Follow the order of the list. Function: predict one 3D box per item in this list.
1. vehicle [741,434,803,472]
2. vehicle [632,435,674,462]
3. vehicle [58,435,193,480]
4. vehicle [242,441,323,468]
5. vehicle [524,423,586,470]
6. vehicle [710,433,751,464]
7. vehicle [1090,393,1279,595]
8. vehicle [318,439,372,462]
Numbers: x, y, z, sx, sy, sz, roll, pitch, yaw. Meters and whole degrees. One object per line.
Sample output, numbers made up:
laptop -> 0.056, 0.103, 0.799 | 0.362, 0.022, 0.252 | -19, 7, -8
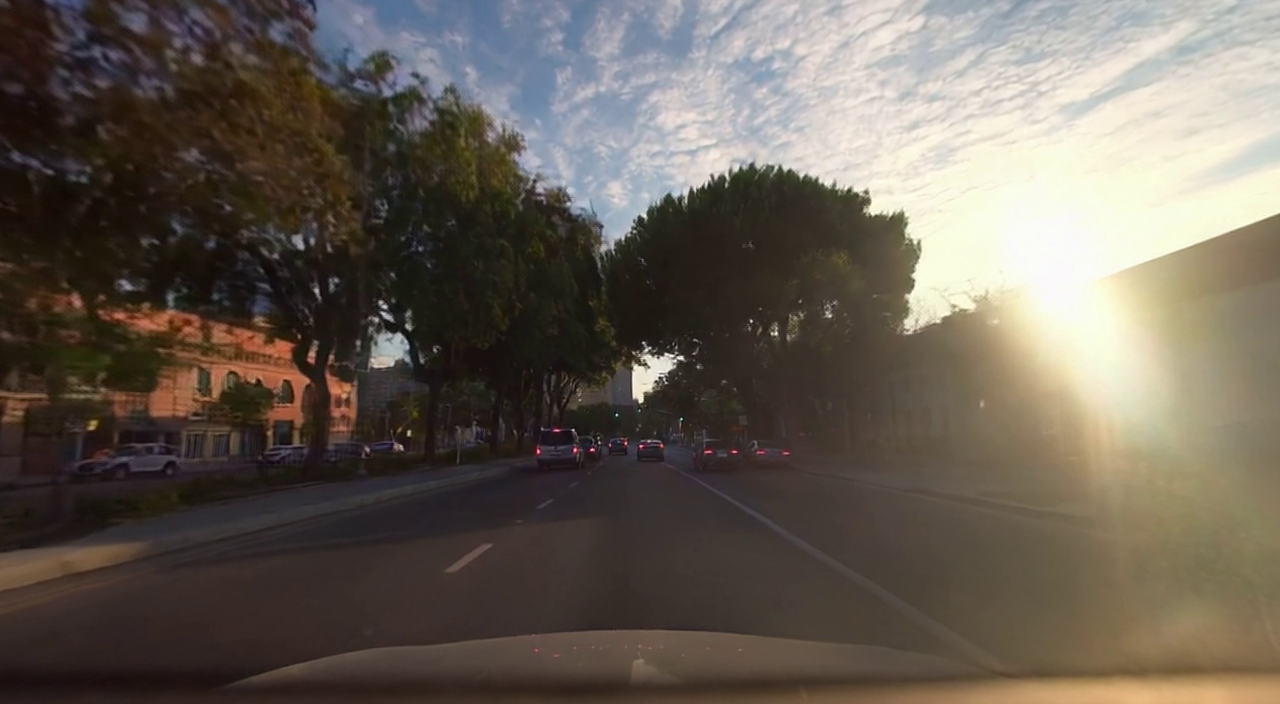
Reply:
vehicle -> 6.386, 4.937, 31.061 | 2.164, 1.727, 3.955 | 0, -8, -1
vehicle -> 0.728, 5.940, 38.895 | 2.201, 1.589, 3.843 | 1, -8, -4
vehicle -> -22.203, 4.564, 27.559 | 1.996, 1.767, 4.613 | 0, -8, -1
vehicle -> -22.367, 6.401, 39.827 | 2.111, 1.554, 5.163 | 0, -8, -1
vehicle -> -3.796, 4.343, 29.154 | 2.223, 1.957, 4.845 | 0, -8, 0
vehicle -> 6.030, 6.457, 42.450 | 1.997, 1.943, 4.409 | 0, -8, -1
vehicle -> 7.012, 1.336, 5.989 | 2.216, 1.847, 4.321 | 0, -8, -1
vehicle -> -22.665, 7.577, 48.697 | 1.910, 1.632, 4.624 | 0, -8, 0
